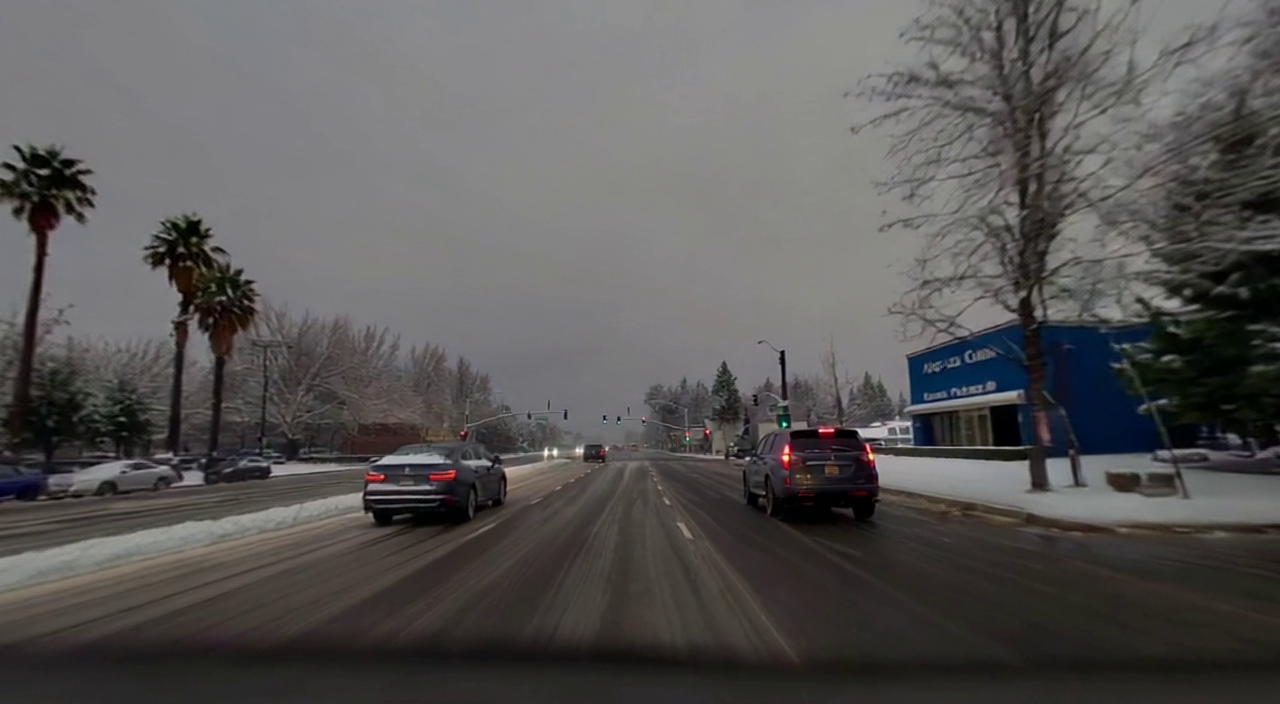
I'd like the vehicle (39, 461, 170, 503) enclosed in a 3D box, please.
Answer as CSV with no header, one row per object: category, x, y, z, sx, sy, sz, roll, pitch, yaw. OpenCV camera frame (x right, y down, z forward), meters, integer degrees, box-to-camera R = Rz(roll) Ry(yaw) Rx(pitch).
vehicle,-23.267,5.635,27.705,1.926,1.483,4.349,-2,-8,0

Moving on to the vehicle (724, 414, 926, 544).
vehicle,2.770,2.025,10.653,1.982,1.711,4.276,0,-9,-2

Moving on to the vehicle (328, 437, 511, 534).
vehicle,-3.883,2.403,11.985,2.034,1.498,3.995,0,-9,0

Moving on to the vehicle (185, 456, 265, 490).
vehicle,-23.469,6.831,35.914,1.868,1.602,4.102,-3,-8,-2
